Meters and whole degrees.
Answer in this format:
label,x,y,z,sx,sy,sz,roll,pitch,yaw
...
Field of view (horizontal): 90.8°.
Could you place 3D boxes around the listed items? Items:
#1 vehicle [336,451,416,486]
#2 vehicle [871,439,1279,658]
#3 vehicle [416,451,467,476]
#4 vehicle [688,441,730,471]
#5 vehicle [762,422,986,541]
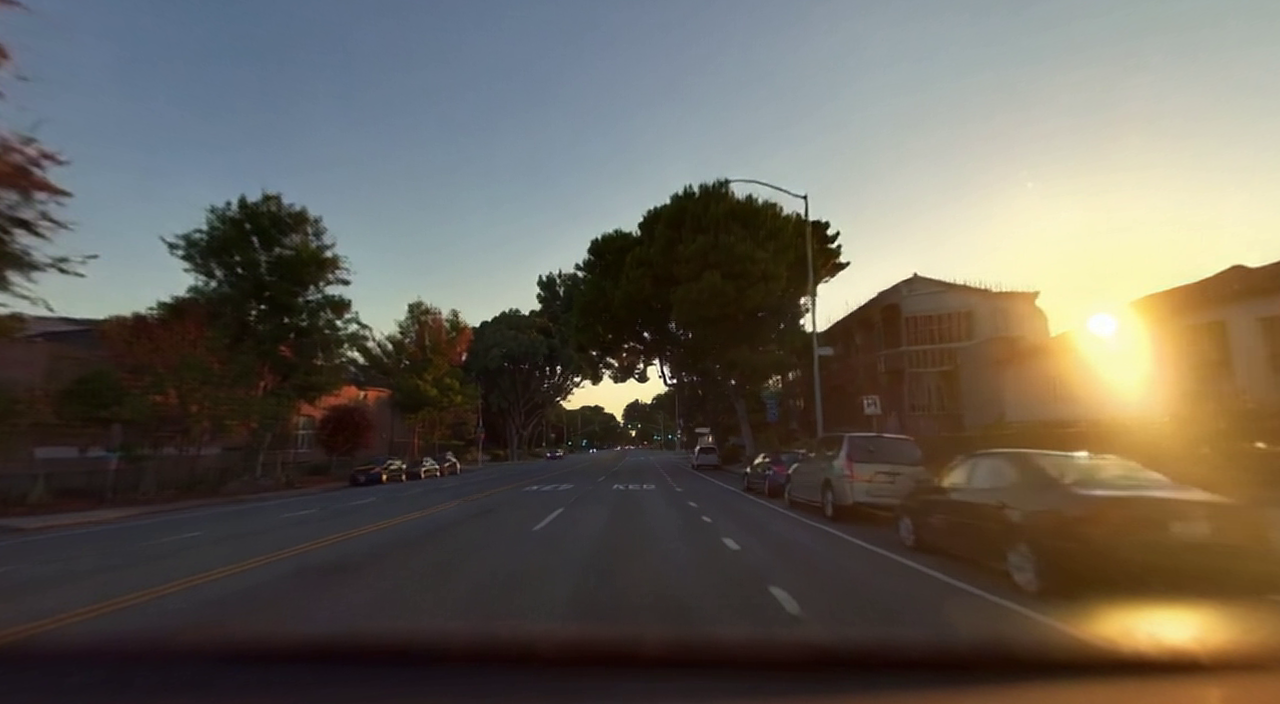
label,x,y,z,sx,sy,sz,roll,pitch,yaw
vehicle,-13.964,6.170,33.751,2.163,1.641,4.875,0,-8,0
vehicle,4.206,1.654,6.558,1.845,1.443,4.531,0,-8,-1
vehicle,-13.886,7.798,44.405,1.983,1.608,4.699,0,-8,1
vehicle,4.272,6.548,39.903,2.220,1.752,4.782,0,-8,1
vehicle,4.018,2.316,11.995,2.338,1.771,4.680,0,-8,-2
